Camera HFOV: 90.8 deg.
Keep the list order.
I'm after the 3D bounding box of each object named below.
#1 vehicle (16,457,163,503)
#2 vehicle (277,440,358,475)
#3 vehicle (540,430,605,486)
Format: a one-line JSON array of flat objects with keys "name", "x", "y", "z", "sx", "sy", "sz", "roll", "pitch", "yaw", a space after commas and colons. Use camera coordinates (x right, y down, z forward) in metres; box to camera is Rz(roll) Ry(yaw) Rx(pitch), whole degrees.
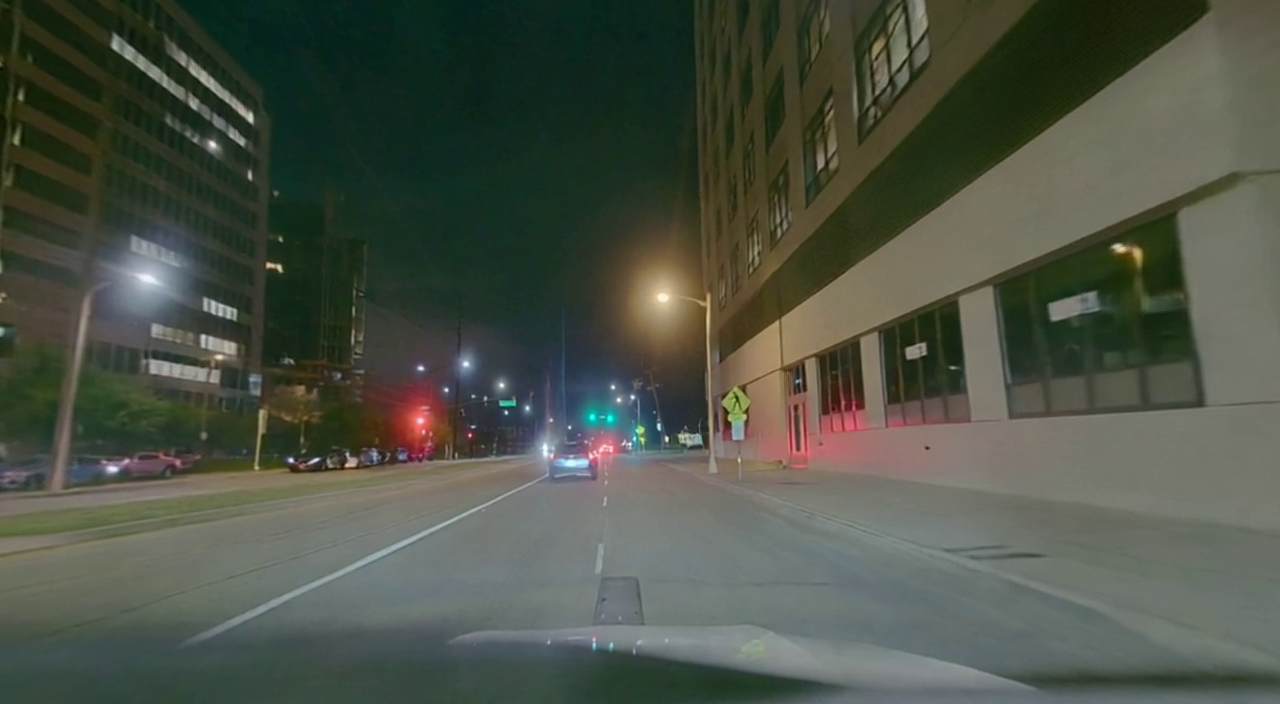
[{"name": "vehicle", "x": -20.514, "y": 4.751, "z": 23.840, "sx": 1.786, "sy": 1.439, "sz": 4.312, "roll": 0, "pitch": -8, "yaw": -3}, {"name": "vehicle", "x": -21.590, "y": 7.062, "z": 42.664, "sx": 2.369, "sy": 2.159, "sz": 6.388, "roll": 0, "pitch": -8, "yaw": -3}, {"name": "vehicle", "x": -2.290, "y": 3.710, "z": 22.389, "sx": 2.022, "sy": 1.757, "sz": 4.041, "roll": 0, "pitch": -8, "yaw": -3}]
